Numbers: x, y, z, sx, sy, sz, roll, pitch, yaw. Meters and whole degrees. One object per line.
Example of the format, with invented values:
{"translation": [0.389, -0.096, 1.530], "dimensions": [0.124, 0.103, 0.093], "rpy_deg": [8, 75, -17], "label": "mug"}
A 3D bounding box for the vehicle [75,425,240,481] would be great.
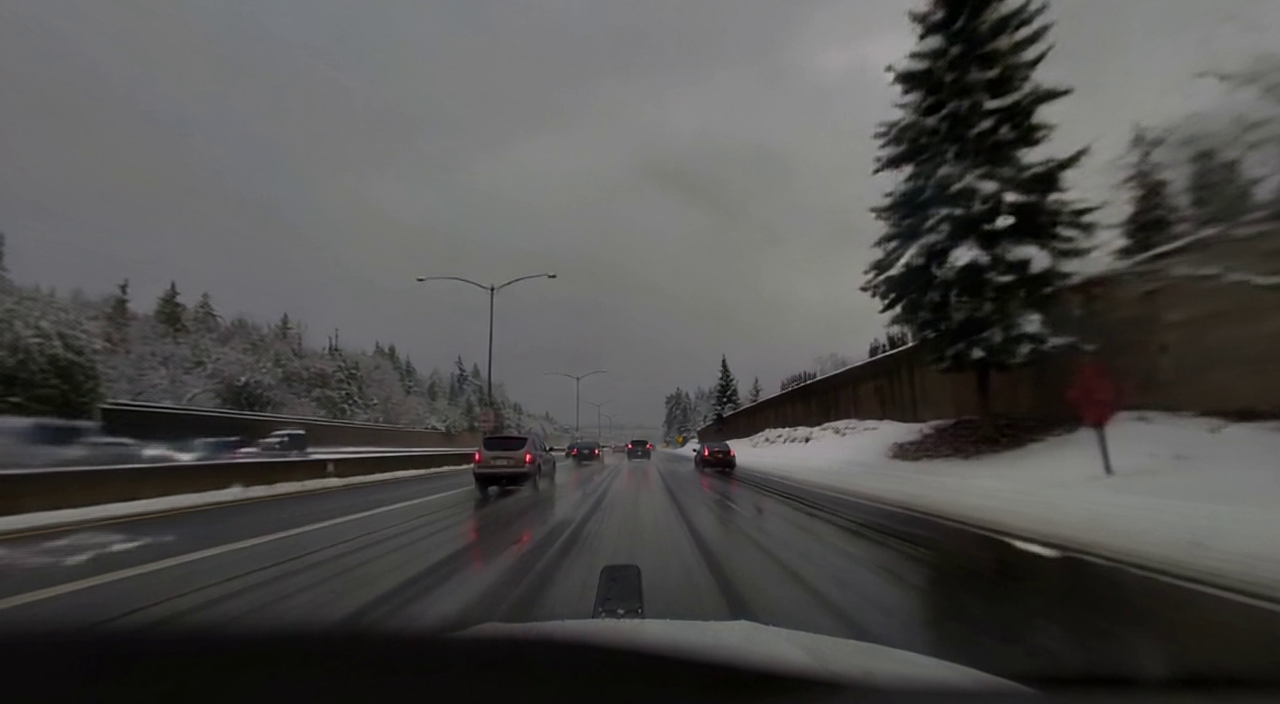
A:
{"translation": [-24.292, 5.145, 32.301], "dimensions": [2.751, 2.534, 7.033], "rpy_deg": [0, -9, 1], "label": "vehicle"}

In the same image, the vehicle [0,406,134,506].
{"translation": [-17.540, 2.688, 16.339], "dimensions": [2.877, 2.497, 7.068], "rpy_deg": [0, -9, 0], "label": "vehicle"}

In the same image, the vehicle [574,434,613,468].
{"translation": [-3.201, 6.908, 44.181], "dimensions": [2.378, 2.214, 4.352], "rpy_deg": [0, -9, 0], "label": "vehicle"}

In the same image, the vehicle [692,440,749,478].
{"translation": [4.006, 5.405, 32.121], "dimensions": [2.224, 1.752, 4.487], "rpy_deg": [0, -9, -1], "label": "vehicle"}

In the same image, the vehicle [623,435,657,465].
{"translation": [-0.012, 7.608, 48.987], "dimensions": [2.485, 2.215, 5.199], "rpy_deg": [0, -9, 0], "label": "vehicle"}

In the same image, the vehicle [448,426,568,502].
{"translation": [-3.503, 3.123, 18.012], "dimensions": [2.184, 1.819, 5.441], "rpy_deg": [0, -9, 1], "label": "vehicle"}
